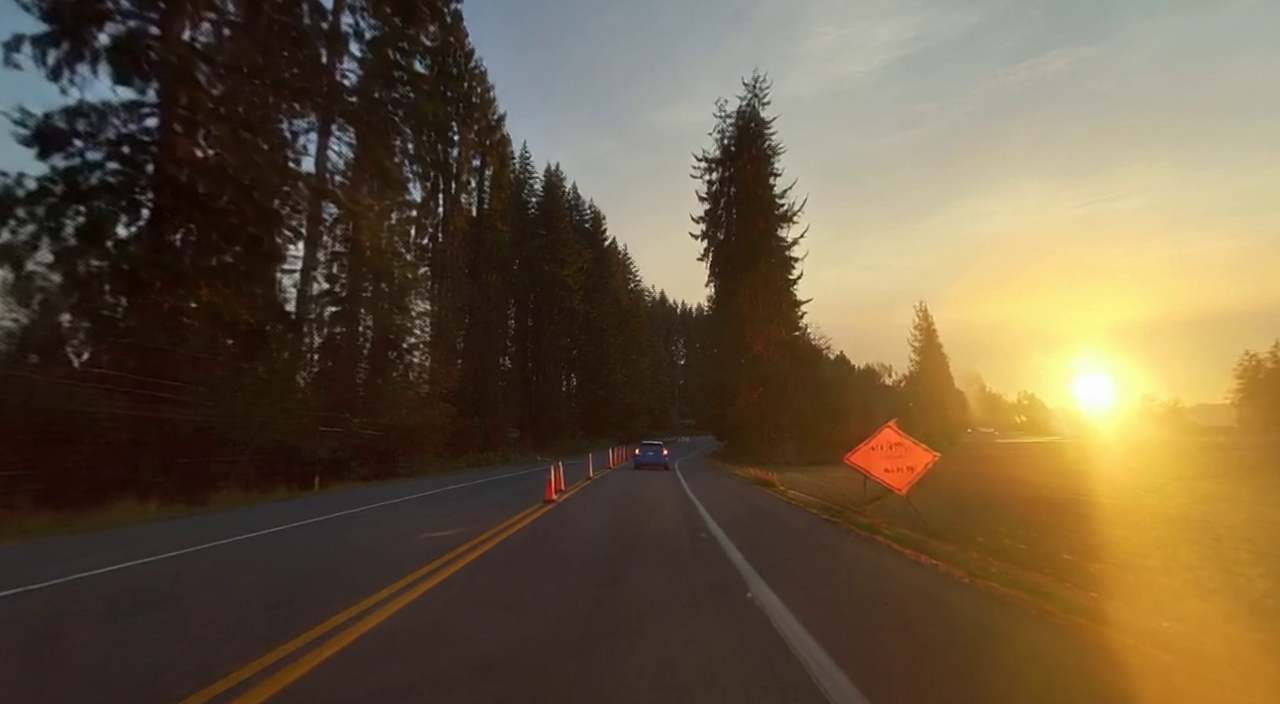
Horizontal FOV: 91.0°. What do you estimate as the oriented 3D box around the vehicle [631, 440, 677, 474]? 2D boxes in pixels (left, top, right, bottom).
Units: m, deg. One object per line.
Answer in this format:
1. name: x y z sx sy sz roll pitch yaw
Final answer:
1. vehicle: 0.661 4.945 29.796 2.042 1.489 3.963 0 -9 2
